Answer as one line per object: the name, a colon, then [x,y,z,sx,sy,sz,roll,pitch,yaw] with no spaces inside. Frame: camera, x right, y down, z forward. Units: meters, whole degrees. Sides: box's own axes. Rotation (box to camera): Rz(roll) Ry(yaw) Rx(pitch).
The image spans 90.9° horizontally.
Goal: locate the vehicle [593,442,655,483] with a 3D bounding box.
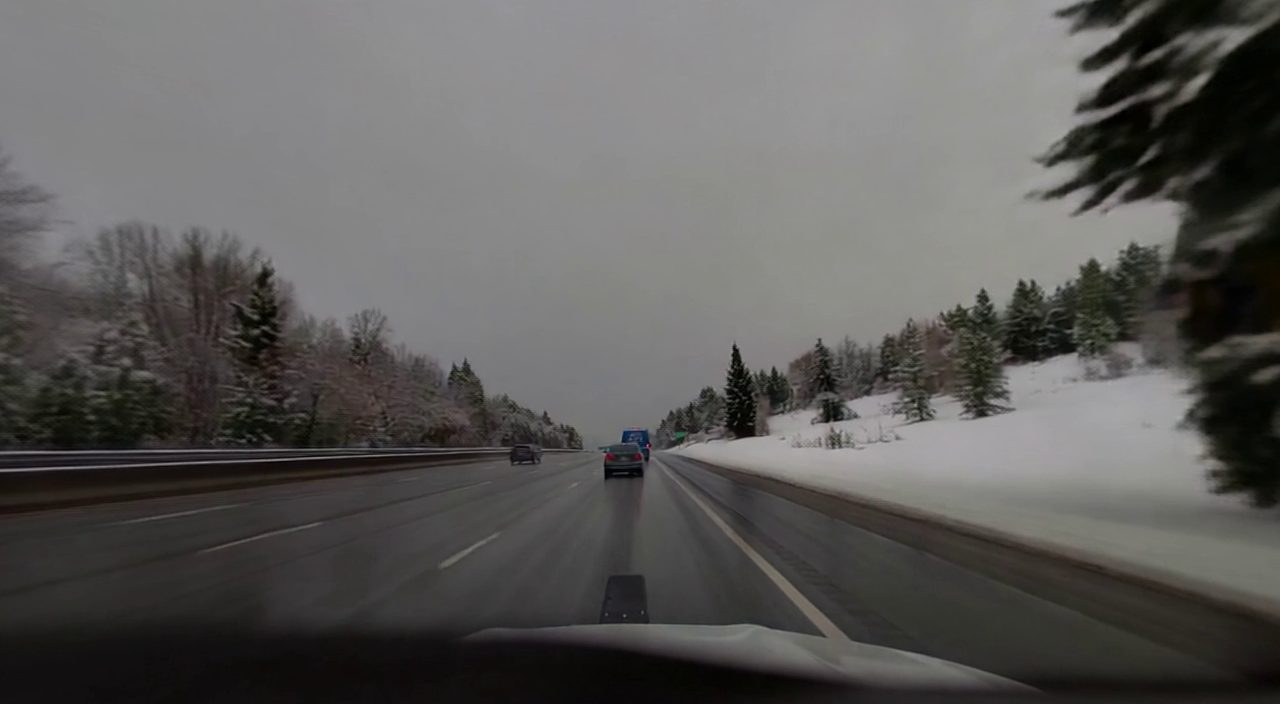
vehicle: [-0.585,4.335,24.908,2.238,1.479,3.672,0,-9,0]
